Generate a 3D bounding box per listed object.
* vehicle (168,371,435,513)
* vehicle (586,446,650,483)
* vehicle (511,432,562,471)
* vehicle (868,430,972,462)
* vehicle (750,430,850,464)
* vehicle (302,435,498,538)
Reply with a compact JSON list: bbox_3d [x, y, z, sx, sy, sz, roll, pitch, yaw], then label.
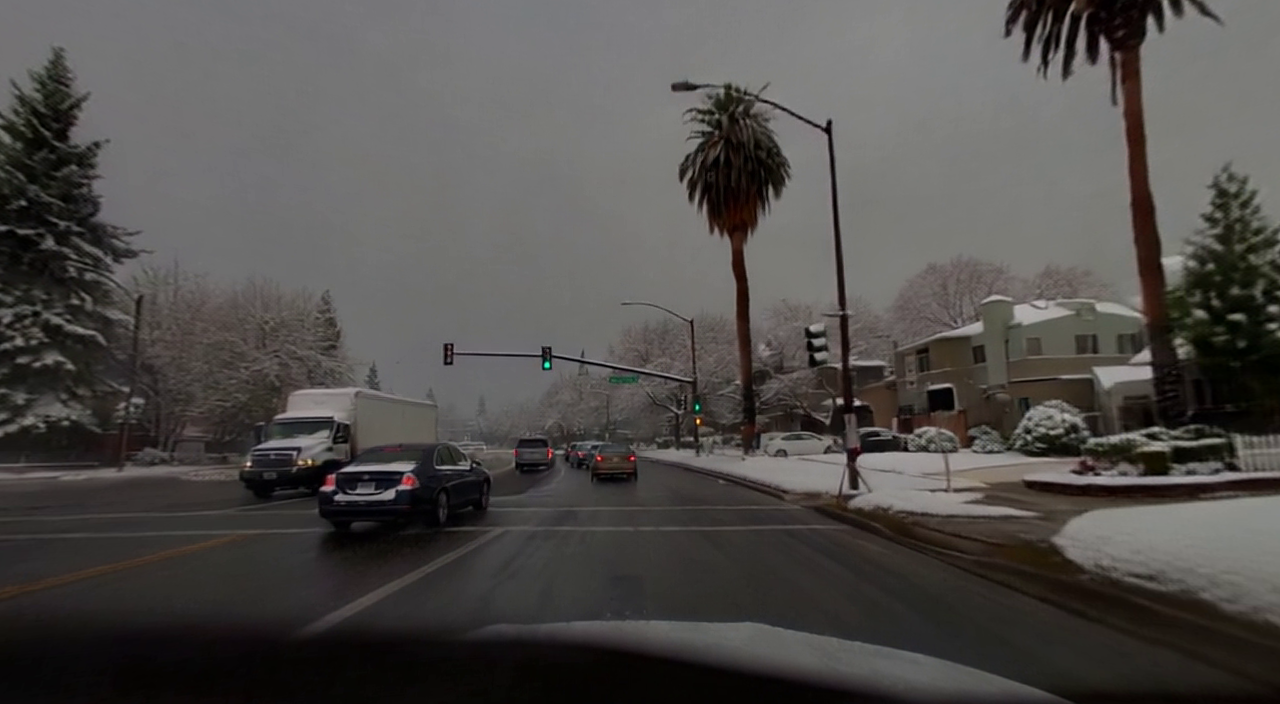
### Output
[{"bbox_3d":[-7.645,2.228,15.603,2.821,2.701,6.721,-1,-8,0],"label":"vehicle"},{"bbox_3d":[-0.841,4.093,23.299,2.131,1.222,3.868,0,-9,-3],"label":"vehicle"},{"bbox_3d":[-5.368,5.247,33.304,2.032,1.852,4.571,-1,-8,-2],"label":"vehicle"},{"bbox_3d":[14.565,4.881,32.836,4.615,1.555,2.021,2,-9,-15],"label":"vehicle"},{"bbox_3d":[8.601,5.117,34.026,4.742,1.690,2.218,2,-9,-18],"label":"vehicle"},{"bbox_3d":[-3.925,2.252,11.212,1.709,1.425,4.337,-1,-9,1],"label":"vehicle"}]
